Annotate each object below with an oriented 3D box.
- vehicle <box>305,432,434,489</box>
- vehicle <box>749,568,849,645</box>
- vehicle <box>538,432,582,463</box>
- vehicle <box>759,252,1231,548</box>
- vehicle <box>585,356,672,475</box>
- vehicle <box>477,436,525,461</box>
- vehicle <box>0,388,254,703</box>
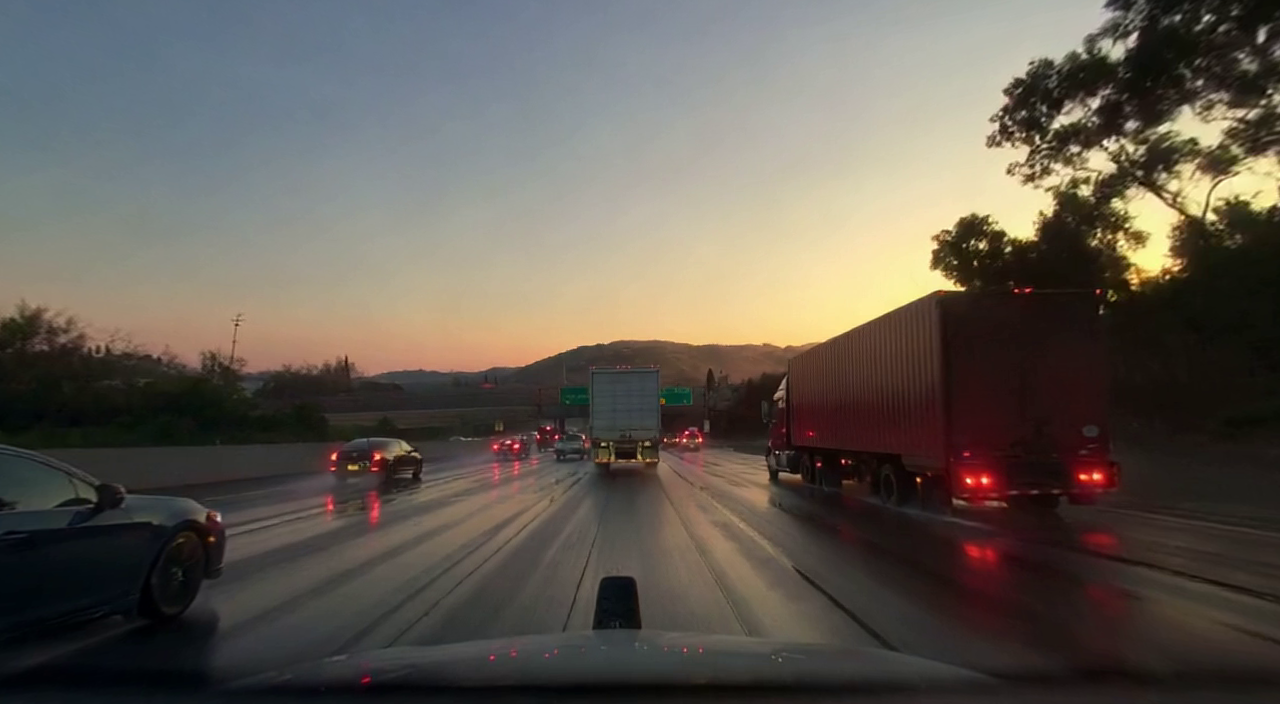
[{"bbox_3d":[-7.777,3.131,18.617,1.909,1.479,4.425,0,-8,-1],"label":"vehicle"},{"bbox_3d":[5.654,9.148,22.818,2.835,2.000,2.696,1,-8,-2],"label":"vehicle"},{"bbox_3d":[-4.532,5.448,36.042,1.986,1.612,4.155,0,-8,0],"label":"vehicle"},{"bbox_3d":[6.003,1.523,15.381,2.863,3.936,14.058,0,-8,-2],"label":"vehicle"},{"bbox_3d":[-0.531,2.802,26.251,2.938,4.033,9.980,0,-8,-2],"label":"vehicle"},{"bbox_3d":[-8.624,6.004,39.274,2.019,1.471,4.347,0,-8,0],"label":"vehicle"},{"bbox_3d":[-3.882,0.912,2.812,1.882,1.493,3.828,0,-8,-1],"label":"vehicle"}]
